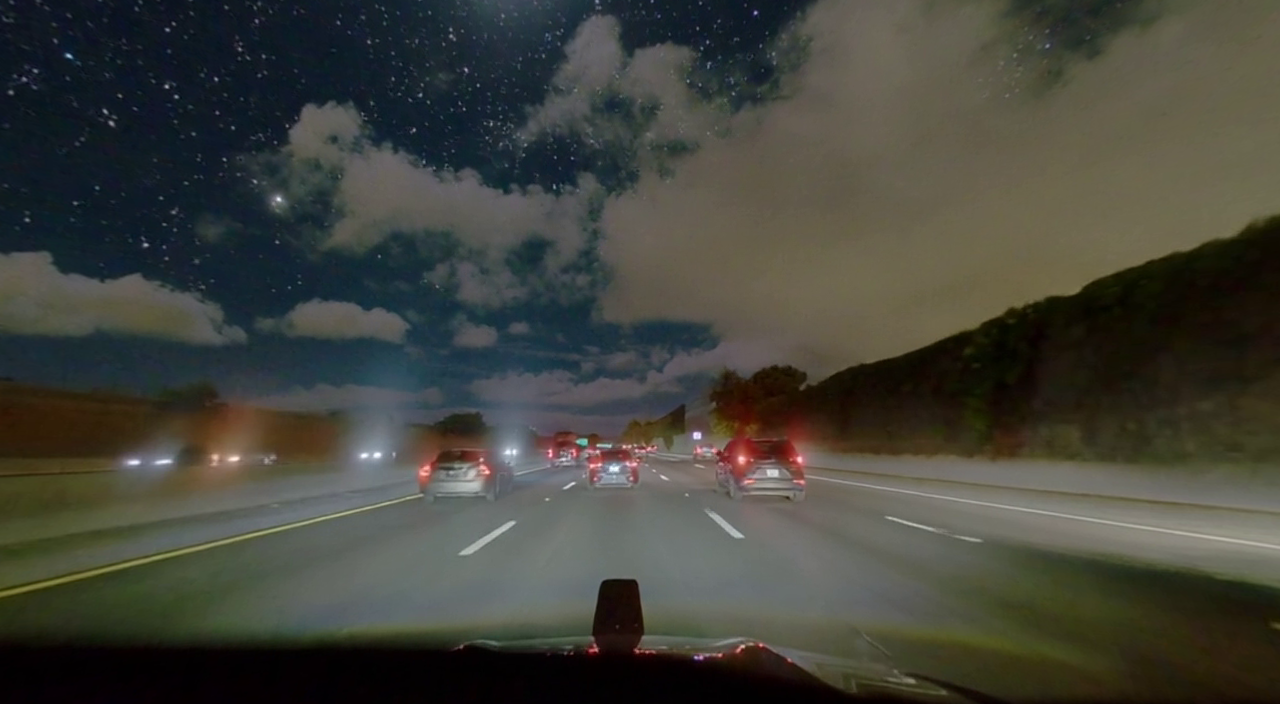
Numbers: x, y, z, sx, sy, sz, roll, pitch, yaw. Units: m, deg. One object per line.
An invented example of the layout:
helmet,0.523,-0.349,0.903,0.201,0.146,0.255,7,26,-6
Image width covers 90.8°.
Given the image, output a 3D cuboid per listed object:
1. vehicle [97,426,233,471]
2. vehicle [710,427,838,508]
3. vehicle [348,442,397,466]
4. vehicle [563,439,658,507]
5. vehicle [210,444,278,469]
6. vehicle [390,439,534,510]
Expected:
vehicle,-33.724,6.949,45.535,2.827,2.862,9.463,0,-9,-3
vehicle,3.263,2.936,16.552,2.162,1.800,4.693,0,-9,-2
vehicle,-20.027,7.632,47.519,1.942,1.713,4.195,0,-9,-2
vehicle,-0.694,2.965,15.981,2.098,1.475,3.997,0,-9,-1
vehicle,-26.861,7.098,43.067,1.847,1.607,4.463,0,-9,-2
vehicle,-4.331,3.070,16.491,2.214,1.512,5.389,0,-9,0
